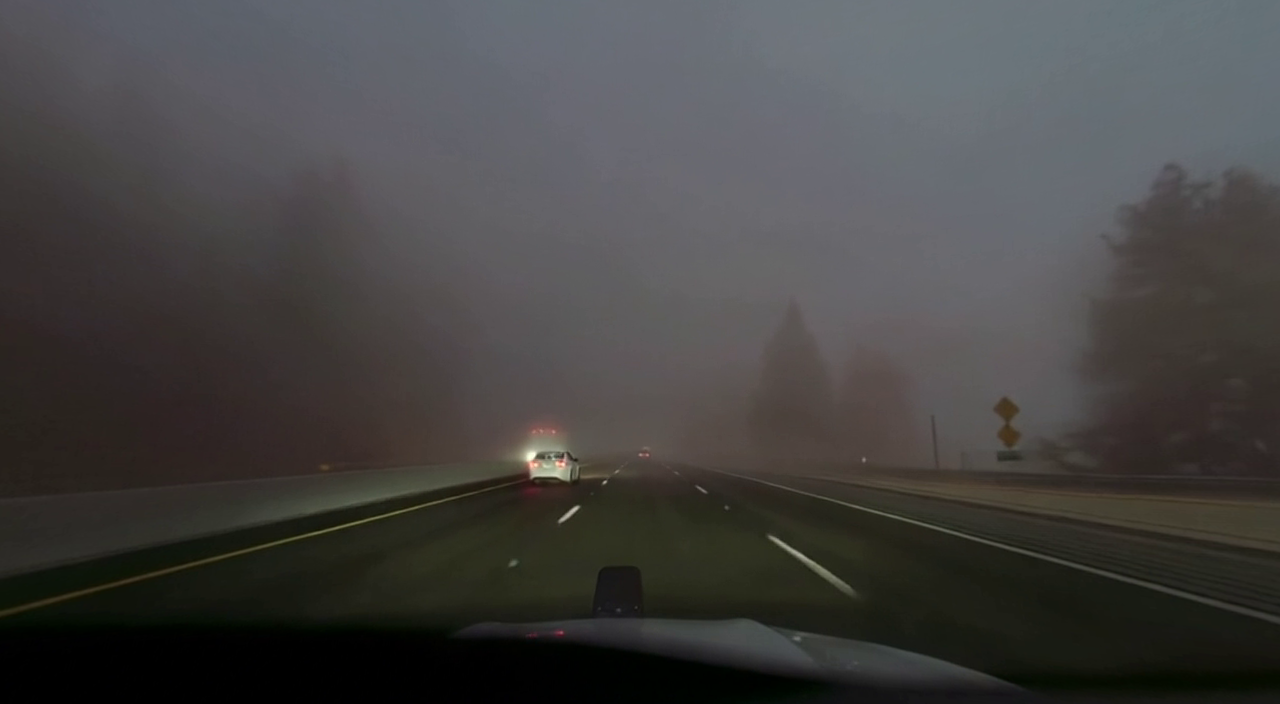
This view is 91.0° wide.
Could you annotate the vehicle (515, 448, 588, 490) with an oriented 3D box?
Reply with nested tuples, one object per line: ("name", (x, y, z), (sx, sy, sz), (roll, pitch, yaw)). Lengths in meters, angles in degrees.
("vehicle", (-3.440, 4.640, 25.361), (2.162, 1.493, 4.583), (0, -9, 1))
